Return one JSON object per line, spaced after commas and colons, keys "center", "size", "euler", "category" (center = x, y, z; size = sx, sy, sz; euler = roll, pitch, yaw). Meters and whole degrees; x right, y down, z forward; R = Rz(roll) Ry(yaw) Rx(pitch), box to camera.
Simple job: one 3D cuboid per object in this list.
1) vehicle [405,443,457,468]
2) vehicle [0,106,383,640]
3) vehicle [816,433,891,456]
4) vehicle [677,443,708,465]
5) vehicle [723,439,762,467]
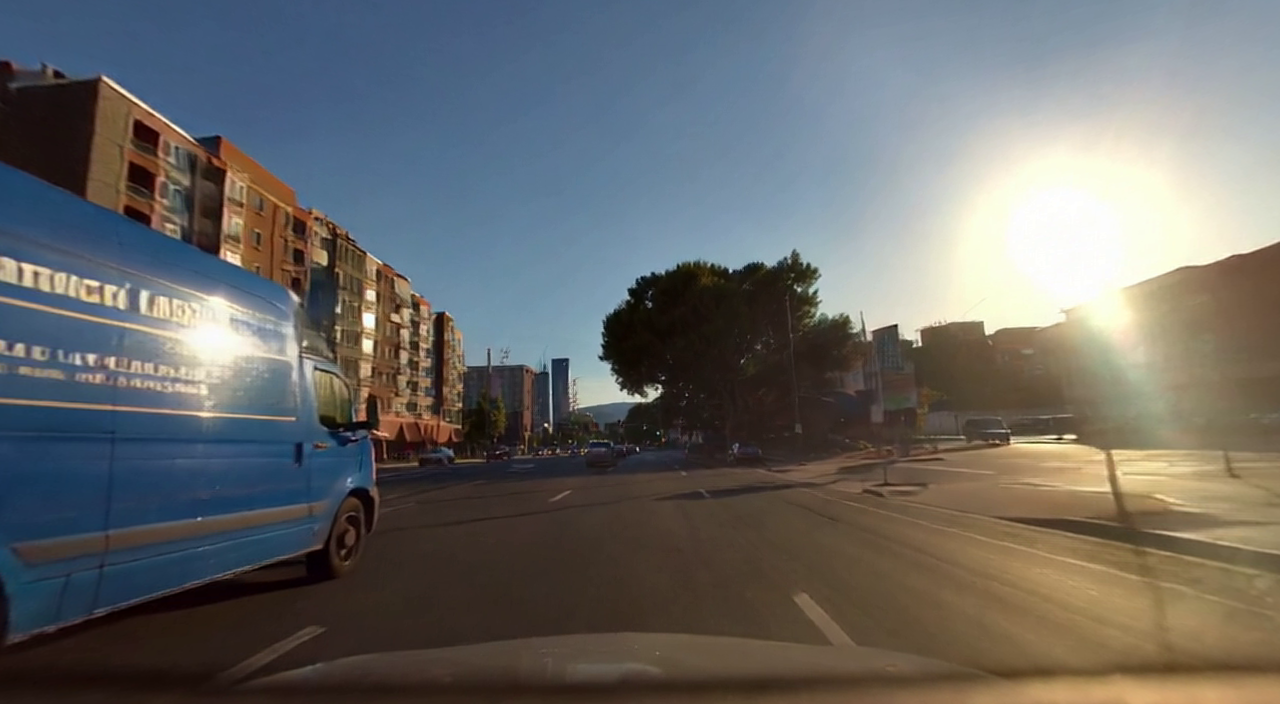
{"center": [-14.914, 7.384, 45.331], "size": [2.151, 1.705, 4.537], "euler": [0, -8, 0], "category": "vehicle"}
{"center": [-5.030, 0.357, 5.225], "size": [2.763, 2.974, 7.562], "euler": [0, -8, -2], "category": "vehicle"}
{"center": [15.589, 6.801, 46.391], "size": [4.830, 1.605, 1.982], "euler": [-1, -9, 5], "category": "vehicle"}
{"center": [3.855, 7.547, 46.956], "size": [1.878, 1.534, 4.120], "euler": [0, -8, -1], "category": "vehicle"}
{"center": [6.962, 6.887, 43.194], "size": [2.175, 1.770, 4.373], "euler": [-1, -8, 4], "category": "vehicle"}
